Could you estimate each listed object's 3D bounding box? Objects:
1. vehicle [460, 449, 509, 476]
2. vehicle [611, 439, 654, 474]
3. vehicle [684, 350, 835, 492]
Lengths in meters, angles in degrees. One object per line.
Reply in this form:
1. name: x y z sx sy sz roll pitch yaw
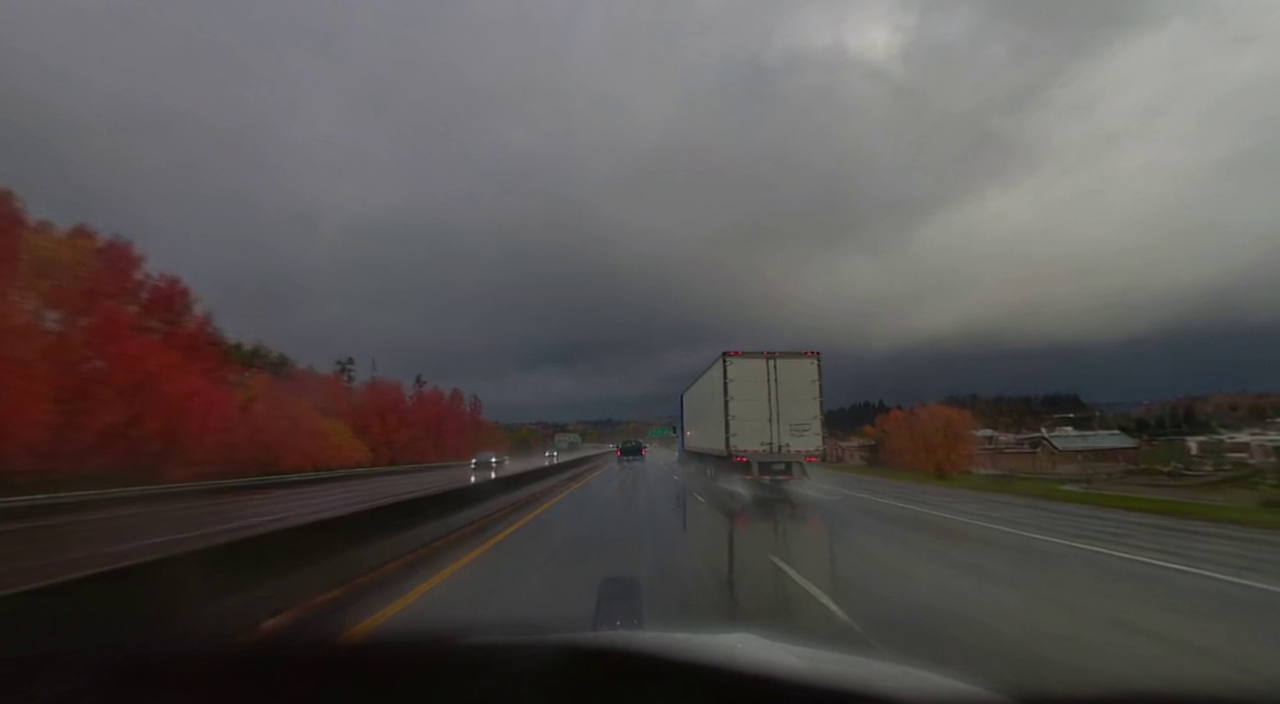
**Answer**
1. vehicle: -9.347 6.682 38.003 1.994 1.505 4.005 0 -9 -1
2. vehicle: -0.399 5.472 33.141 2.151 1.693 4.201 0 -9 0
3. vehicle: 3.891 2.970 24.841 3.068 4.042 13.787 0 -9 -1
